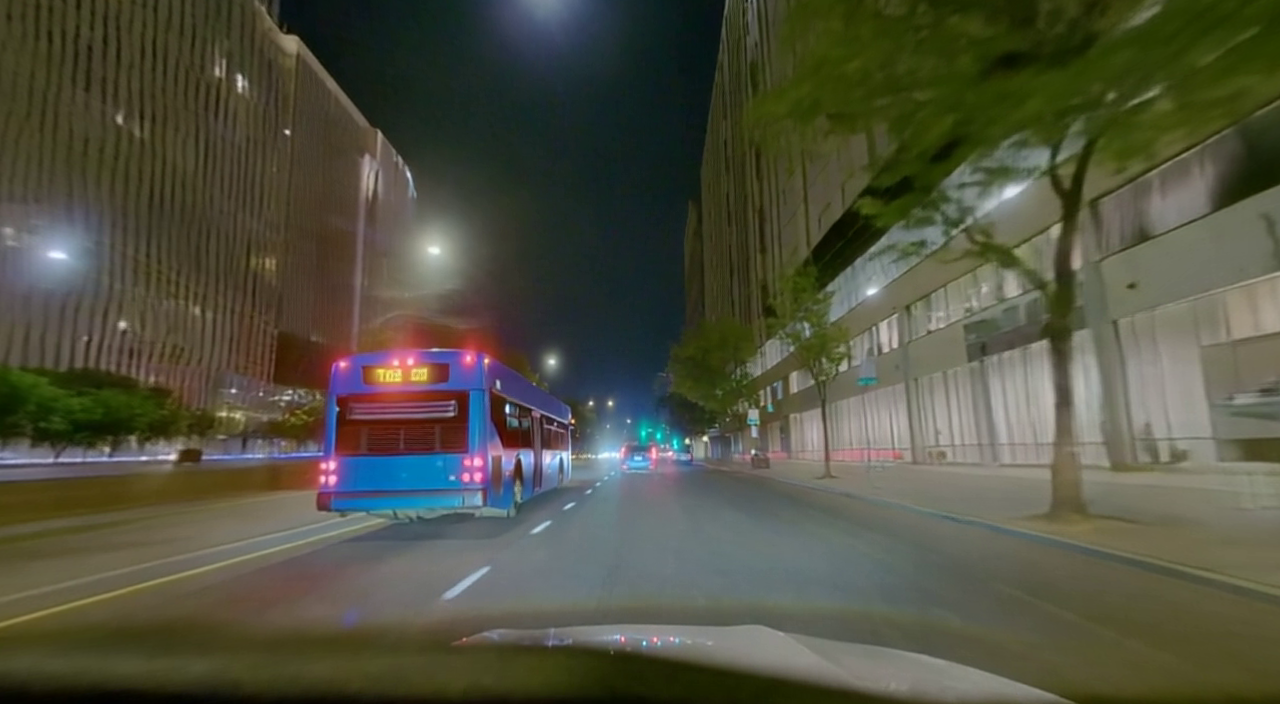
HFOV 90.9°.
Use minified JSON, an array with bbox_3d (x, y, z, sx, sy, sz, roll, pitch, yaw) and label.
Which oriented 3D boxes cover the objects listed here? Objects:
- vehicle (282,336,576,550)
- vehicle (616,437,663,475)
[{"bbox_3d":[-3.270,1.819,12.844,2.920,2.884,8.588,0,-8,1],"label":"vehicle"},{"bbox_3d":[0.003,5.009,30.593,2.120,1.727,3.917,0,-8,0],"label":"vehicle"}]
